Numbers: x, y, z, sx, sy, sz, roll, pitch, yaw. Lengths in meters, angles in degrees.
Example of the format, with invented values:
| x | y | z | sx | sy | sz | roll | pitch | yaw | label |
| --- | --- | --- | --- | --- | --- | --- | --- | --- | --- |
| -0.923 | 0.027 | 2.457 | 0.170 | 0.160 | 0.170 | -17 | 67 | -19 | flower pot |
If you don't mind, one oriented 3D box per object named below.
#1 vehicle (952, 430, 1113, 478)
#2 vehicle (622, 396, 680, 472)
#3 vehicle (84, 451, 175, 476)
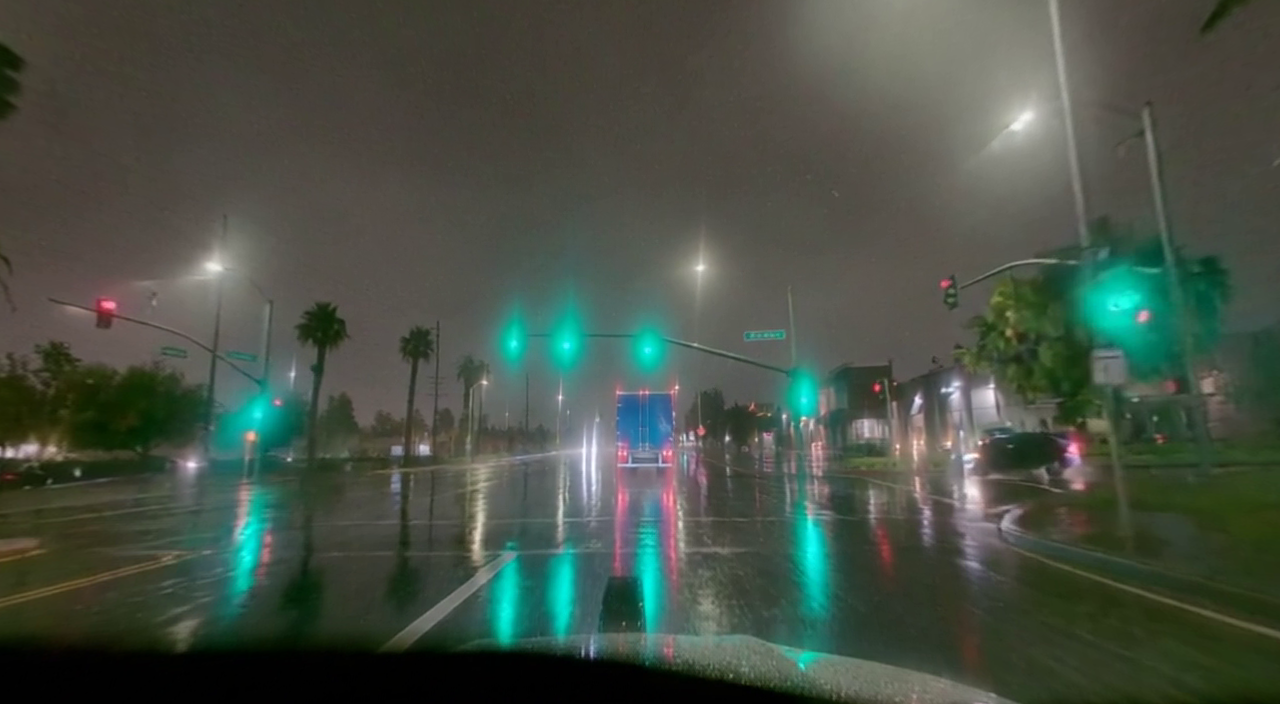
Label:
| x | y | z | sx | sy | sz | roll | pitch | yaw | label |
| --- | --- | --- | --- | --- | --- | --- | --- | --- | --- |
| 13.664 | 3.576 | 22.087 | 4.270 | 1.520 | 1.931 | -1 | -9 | 2 | vehicle |
| 0.393 | 5.184 | 38.778 | 2.992 | 3.949 | 11.815 | 0 | -9 | -2 | vehicle |
| -36.863 | 8.051 | 45.393 | 4.812 | 1.727 | 2.027 | 0 | -9 | 1 | vehicle |
